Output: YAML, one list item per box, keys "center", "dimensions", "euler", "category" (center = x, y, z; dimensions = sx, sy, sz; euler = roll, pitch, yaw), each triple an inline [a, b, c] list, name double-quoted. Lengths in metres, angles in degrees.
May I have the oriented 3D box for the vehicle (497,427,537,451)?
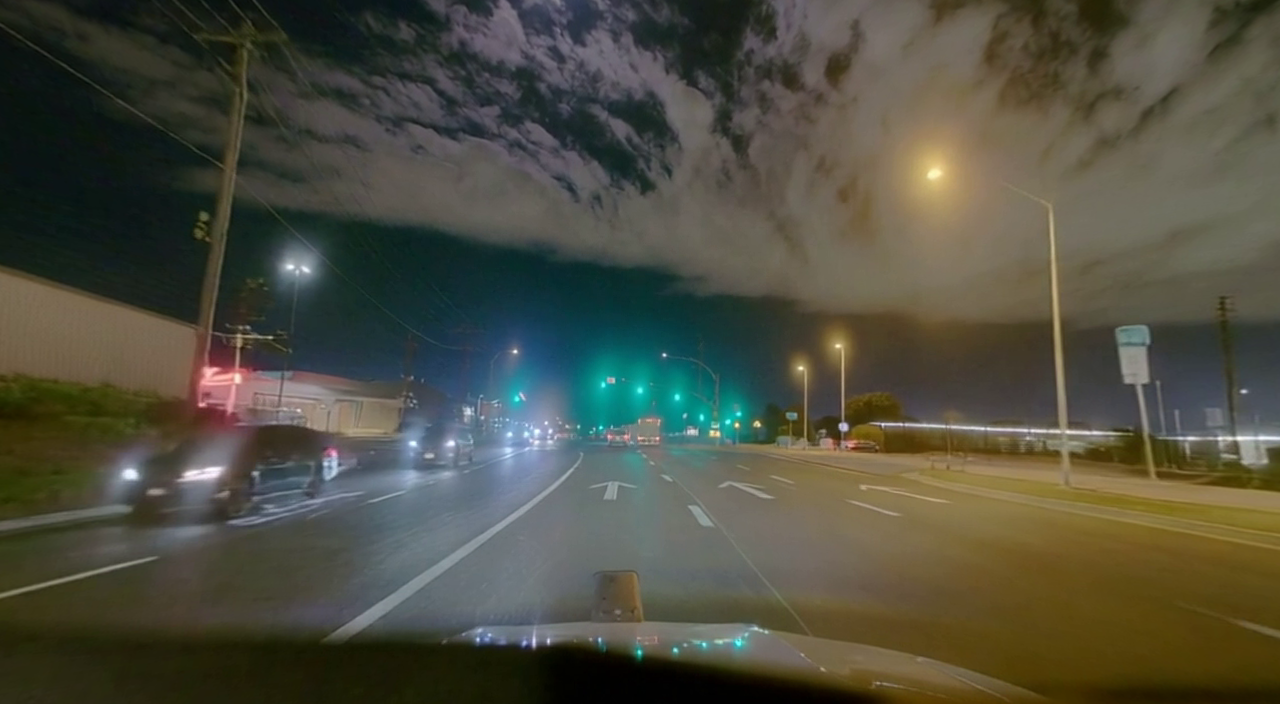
- center: [-8.294, 5.919, 42.828]
  dimensions: [1.966, 1.506, 4.417]
  euler: [0, -8, -3]
  category: "vehicle"

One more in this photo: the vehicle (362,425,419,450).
- center: [-16.056, 5.494, 40.448]
  dimensions: [2.032, 1.536, 4.158]
  euler: [7, -10, -40]
  category: "vehicle"

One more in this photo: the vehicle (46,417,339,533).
- center: [-6.778, 1.870, 10.211]
  dimensions: [1.847, 1.501, 3.942]
  euler: [0, -8, 0]
  category: "vehicle"

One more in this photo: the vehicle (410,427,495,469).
- center: [-7.177, 3.713, 24.590]
  dimensions: [2.028, 1.495, 4.532]
  euler: [0, -8, -2]
  category: "vehicle"

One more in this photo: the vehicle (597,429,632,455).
- center: [-1.560, 5.563, 39.012]
  dimensions: [2.060, 1.491, 3.873]
  euler: [0, -8, -2]
  category: "vehicle"
